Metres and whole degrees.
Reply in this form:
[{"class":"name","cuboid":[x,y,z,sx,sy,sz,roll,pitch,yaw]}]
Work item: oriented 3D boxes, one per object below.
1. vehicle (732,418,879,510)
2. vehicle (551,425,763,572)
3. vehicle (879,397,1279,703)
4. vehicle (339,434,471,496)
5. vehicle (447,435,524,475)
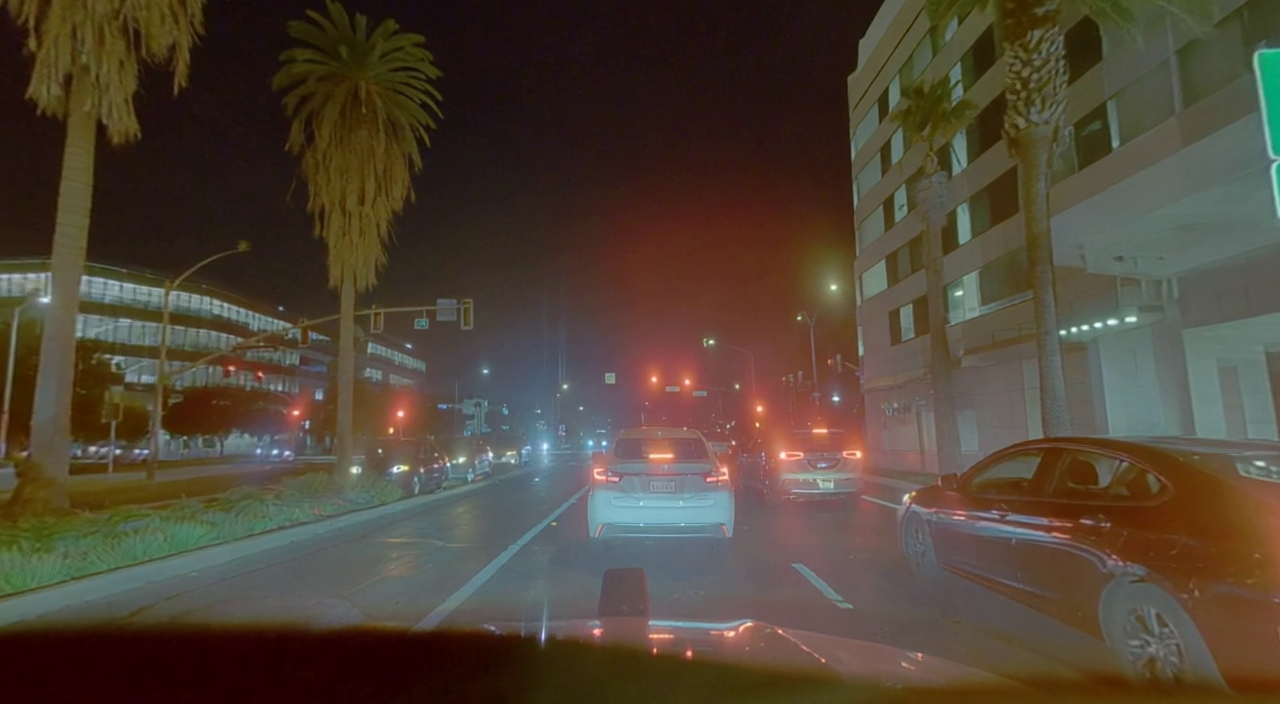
[{"class":"vehicle","cuboid":[3.498,2.470,14.315,2.169,1.751,4.276,0,-8,0]},{"class":"vehicle","cuboid":[0.177,1.786,8.458,2.140,1.474,4.026,0,-8,0]},{"class":"vehicle","cuboid":[3.541,1.221,4.474,1.910,1.490,4.661,0,-8,1]},{"class":"vehicle","cuboid":[-6.255,3.052,17.376,1.900,1.487,4.165,0,-8,2]},{"class":"vehicle","cuboid":[-6.053,4.100,25.255,1.822,1.456,4.396,-1,-8,2]}]
